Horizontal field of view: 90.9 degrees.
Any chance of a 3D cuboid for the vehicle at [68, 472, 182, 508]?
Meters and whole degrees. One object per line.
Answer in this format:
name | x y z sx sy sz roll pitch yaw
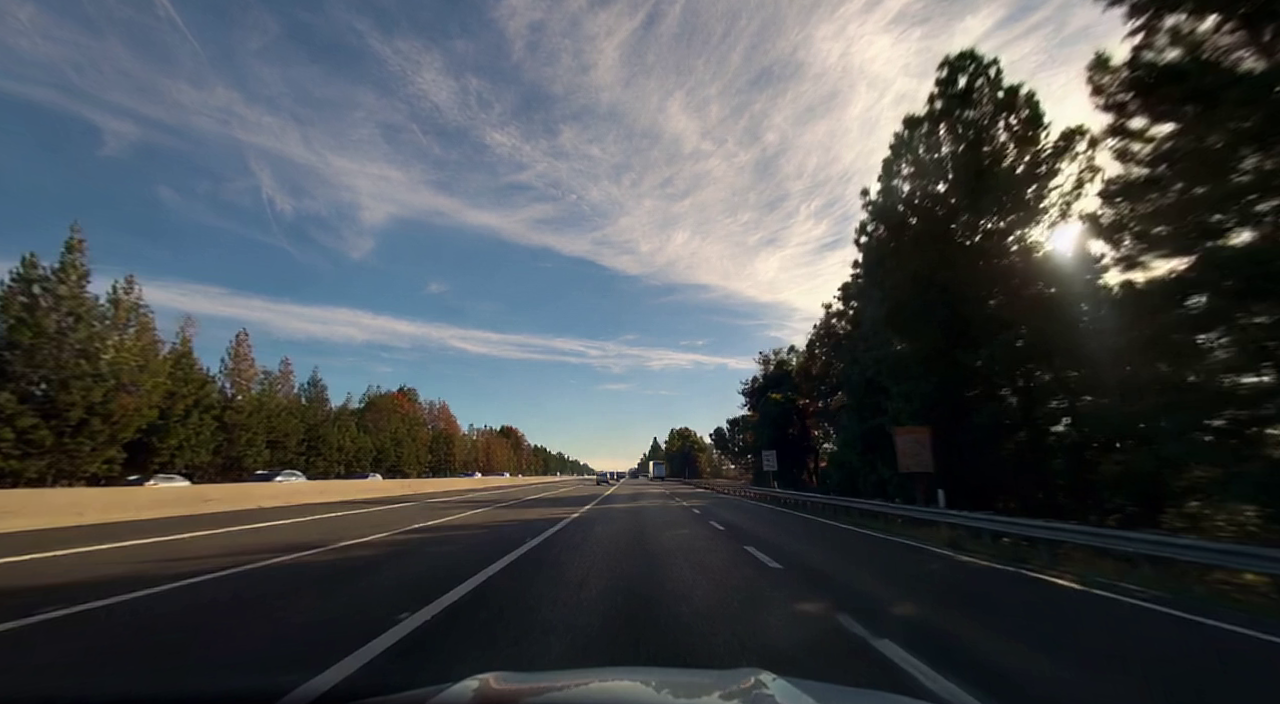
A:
vehicle | -23.232 6.216 28.661 1.756 1.430 4.048 1 -11 -1
